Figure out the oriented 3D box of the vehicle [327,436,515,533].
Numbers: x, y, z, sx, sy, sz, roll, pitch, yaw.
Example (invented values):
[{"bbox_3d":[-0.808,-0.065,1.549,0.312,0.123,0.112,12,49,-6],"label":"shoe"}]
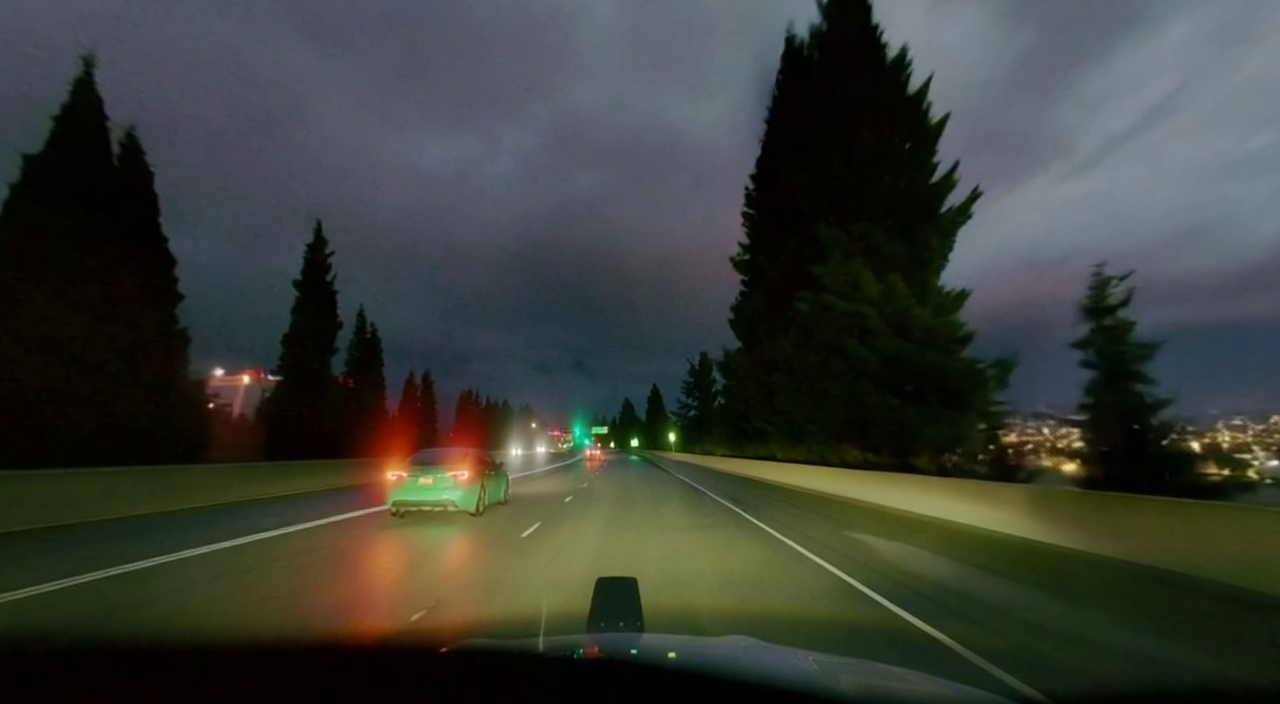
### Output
[{"bbox_3d":[-3.934,2.461,12.330,2.017,1.522,4.569,0,-9,0],"label":"vehicle"}]
